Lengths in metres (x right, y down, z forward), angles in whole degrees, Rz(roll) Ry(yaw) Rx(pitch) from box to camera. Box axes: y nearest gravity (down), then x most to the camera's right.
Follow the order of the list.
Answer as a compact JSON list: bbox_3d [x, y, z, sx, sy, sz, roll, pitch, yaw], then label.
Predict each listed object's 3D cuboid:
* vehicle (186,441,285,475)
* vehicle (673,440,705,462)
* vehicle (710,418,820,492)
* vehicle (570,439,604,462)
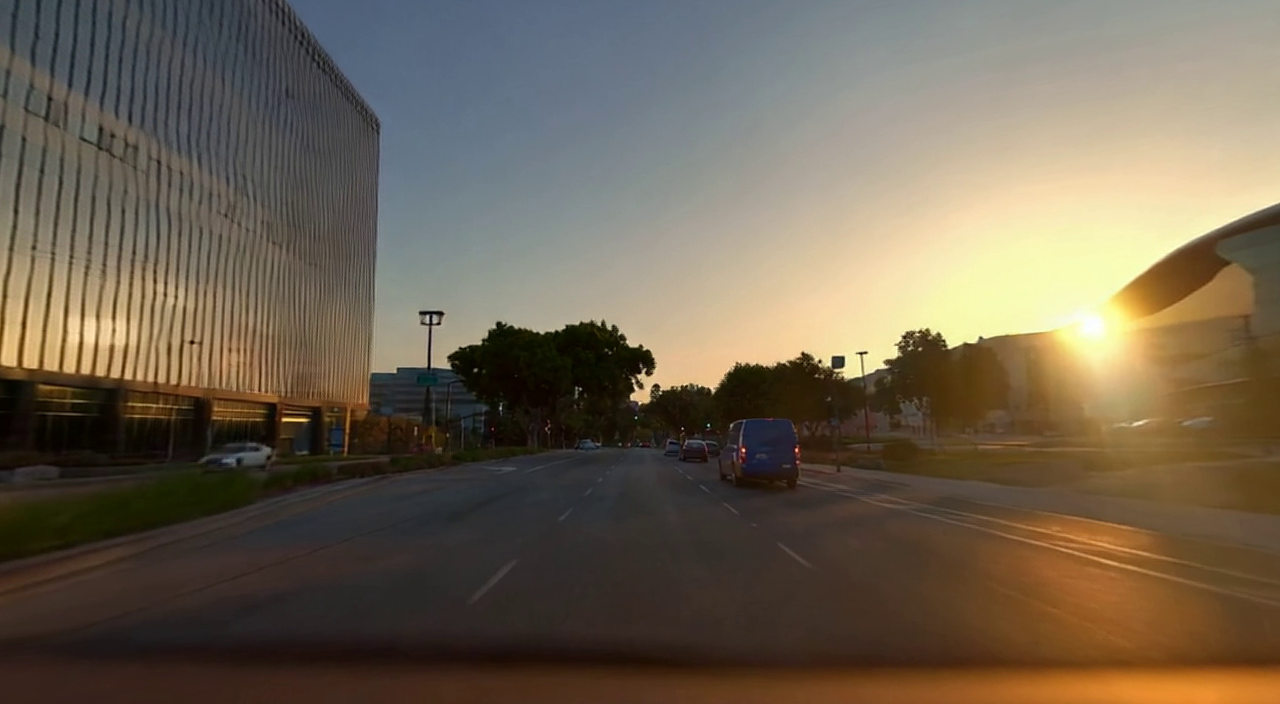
[{"bbox_3d":[-19.909,5.224,31.250,1.836,1.512,4.493,0,-8,1],"label":"vehicle"},{"bbox_3d":[3.405,6.958,44.285,1.867,1.493,4.190,0,-9,-1],"label":"vehicle"},{"bbox_3d":[3.558,3.070,19.067,2.200,1.914,5.145,0,-9,-1],"label":"vehicle"},{"bbox_3d":[-3.543,6.709,42.822,1.864,1.464,4.195,0,-9,1],"label":"vehicle"}]
